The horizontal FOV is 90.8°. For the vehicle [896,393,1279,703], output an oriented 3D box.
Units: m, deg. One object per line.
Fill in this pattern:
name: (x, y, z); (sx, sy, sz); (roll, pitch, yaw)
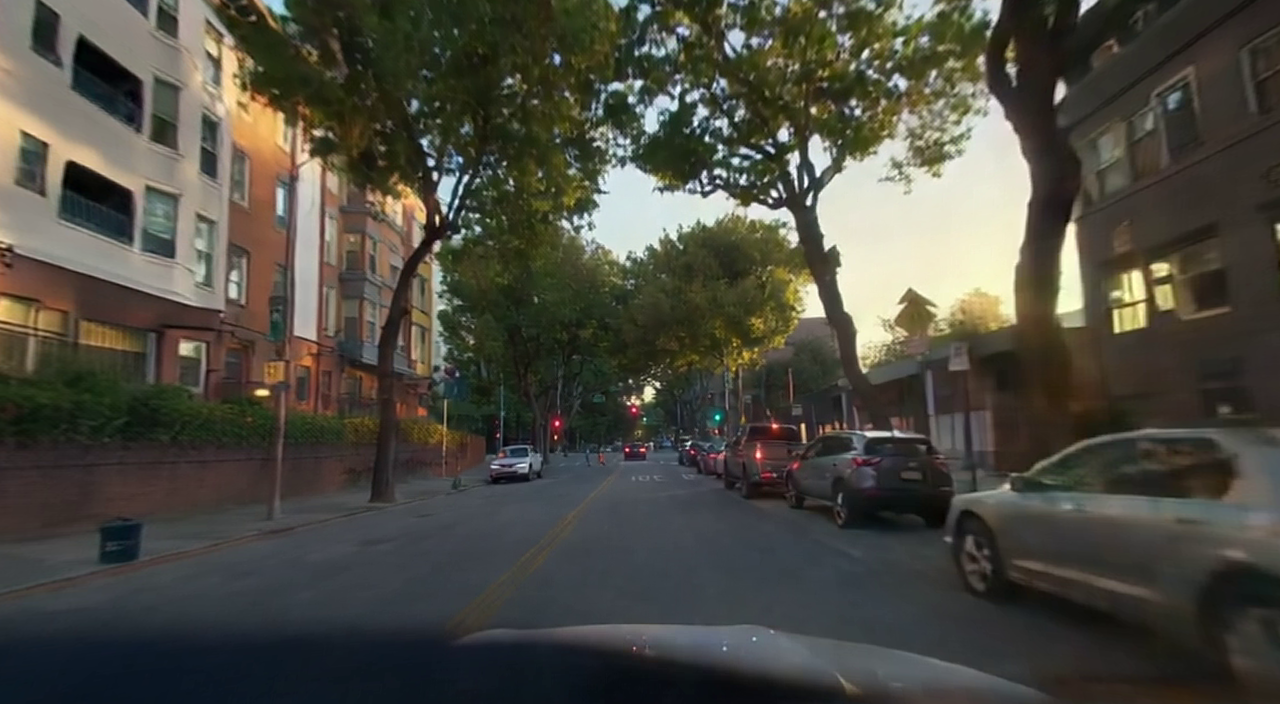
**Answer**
vehicle: (3.720, 1.145, 4.144); (2.066, 1.494, 4.843); (0, -8, 0)

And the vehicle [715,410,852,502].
vehicle: (3.538, 2.755, 17.043); (2.356, 2.043, 5.791); (0, -8, 0)

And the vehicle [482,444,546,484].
vehicle: (-6.050, 5.417, 30.898); (2.013, 1.772, 4.439); (-1, -8, 2)

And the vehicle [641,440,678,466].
vehicle: (1.365, 6.764, 42.557); (2.111, 1.619, 4.077); (-1, -9, 8)

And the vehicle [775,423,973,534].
vehicle: (3.892, 2.162, 11.407); (1.871, 1.603, 4.161); (0, -8, -1)
